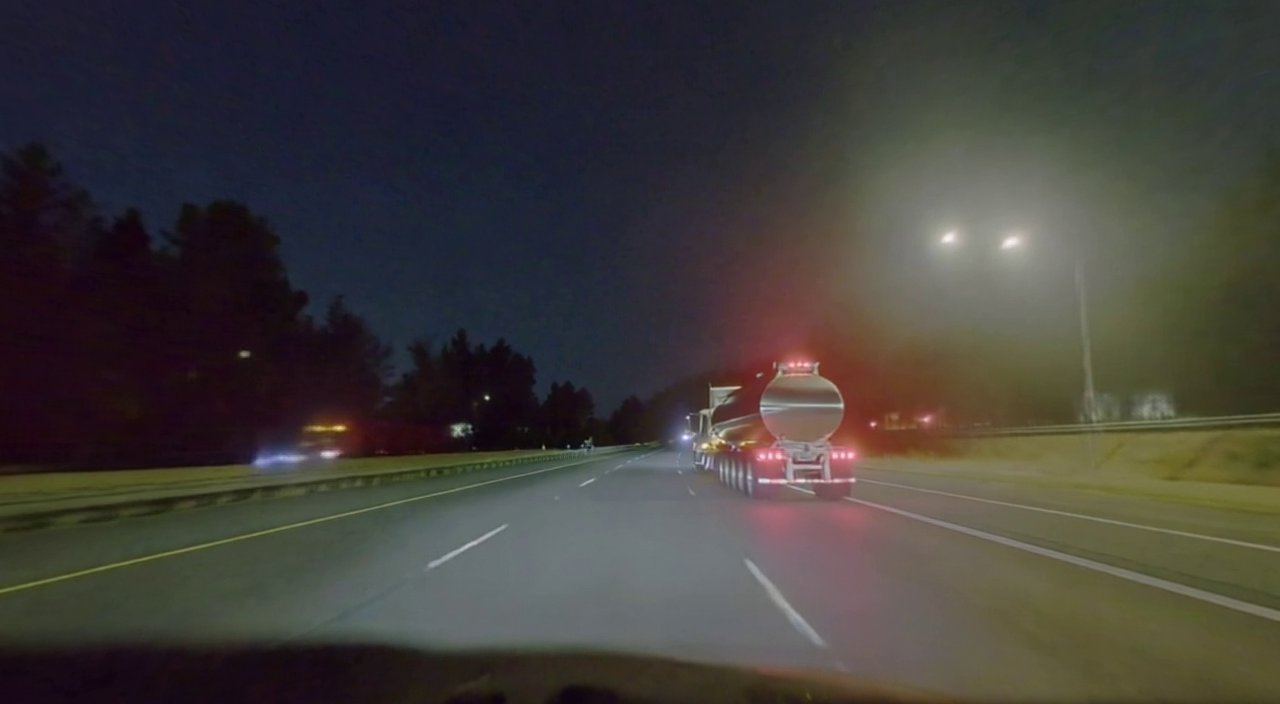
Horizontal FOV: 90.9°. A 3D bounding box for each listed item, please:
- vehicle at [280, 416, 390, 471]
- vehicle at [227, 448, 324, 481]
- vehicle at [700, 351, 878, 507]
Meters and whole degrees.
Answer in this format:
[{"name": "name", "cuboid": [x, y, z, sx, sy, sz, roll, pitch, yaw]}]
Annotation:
[{"name": "vehicle", "cuboid": [-23.476, 7.194, 49.501, 2.850, 3.875, 10.156, -1, -8, 4]}, {"name": "vehicle", "cuboid": [-20.240, 6.236, 35.315, 2.036, 1.631, 5.277, -1, -8, 3]}, {"name": "vehicle", "cuboid": [4.133, 2.834, 21.864, 2.880, 3.624, 14.397, 0, -8, 1]}]
